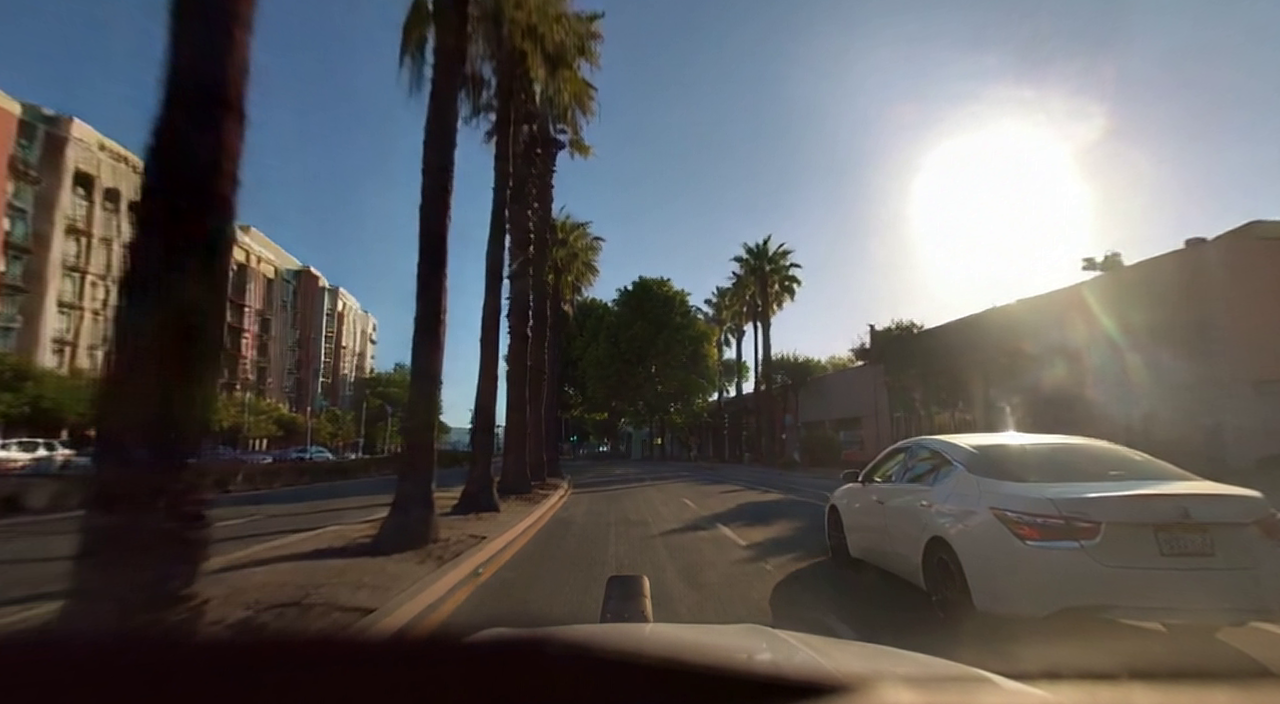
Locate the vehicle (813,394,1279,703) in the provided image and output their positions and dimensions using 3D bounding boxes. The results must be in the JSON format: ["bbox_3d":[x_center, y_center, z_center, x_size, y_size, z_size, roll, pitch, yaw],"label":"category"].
[{"bbox_3d":[2.978,1.292,5.096,1.867,1.554,4.301,0,-8,-1],"label":"vehicle"}]

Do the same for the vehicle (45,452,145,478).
[{"bbox_3d":[-37.759,7.808,43.886,2.294,1.634,5.499,0,-8,-3],"label":"vehicle"}]
